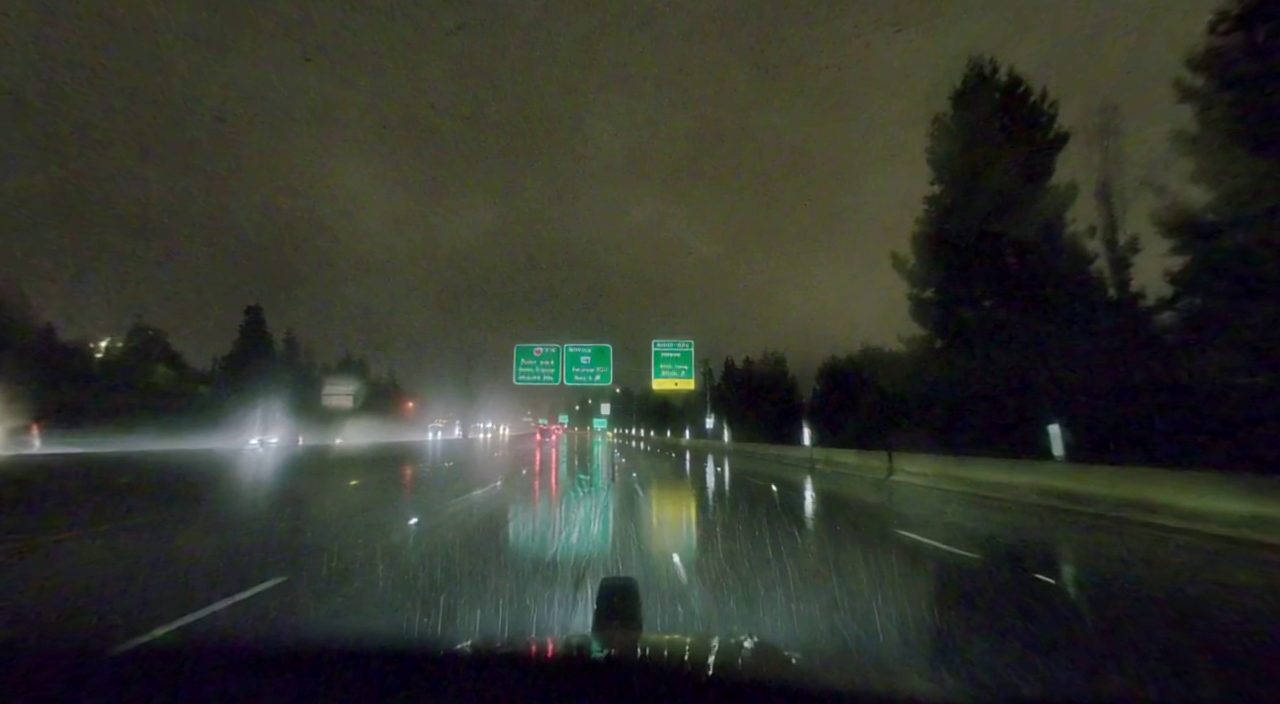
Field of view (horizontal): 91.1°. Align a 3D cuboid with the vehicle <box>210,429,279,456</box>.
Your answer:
[{"bbox_3d":[-24.635,5.658,39.294,1.904,1.582,3.837,0,-8,-2],"label":"vehicle"}]
